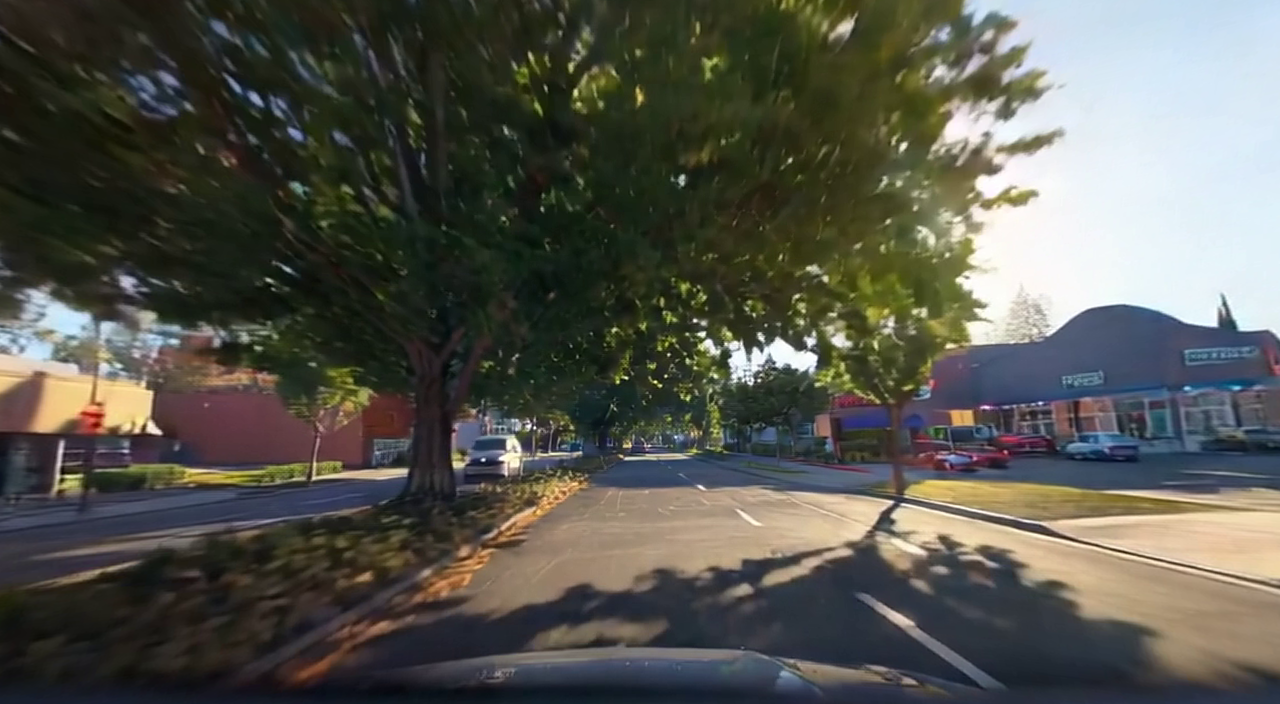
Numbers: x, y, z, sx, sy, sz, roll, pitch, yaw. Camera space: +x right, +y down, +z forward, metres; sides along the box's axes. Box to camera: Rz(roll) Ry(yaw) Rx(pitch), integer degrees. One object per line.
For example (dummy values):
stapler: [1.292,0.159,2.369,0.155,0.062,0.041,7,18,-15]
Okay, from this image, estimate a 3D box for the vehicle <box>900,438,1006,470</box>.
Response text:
vehicle: [16.187,5.288,32.869,4.421,1.412,1.949,-2,-8,-1]

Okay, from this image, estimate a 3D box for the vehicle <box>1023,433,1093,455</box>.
vehicle: [28.892,6.391,43.882,1.820,1.463,4.371,0,-8,-1]

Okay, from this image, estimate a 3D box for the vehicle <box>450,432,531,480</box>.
vehicle: [-6.689,4.718,28.973,2.437,1.986,5.135,0,-8,0]
